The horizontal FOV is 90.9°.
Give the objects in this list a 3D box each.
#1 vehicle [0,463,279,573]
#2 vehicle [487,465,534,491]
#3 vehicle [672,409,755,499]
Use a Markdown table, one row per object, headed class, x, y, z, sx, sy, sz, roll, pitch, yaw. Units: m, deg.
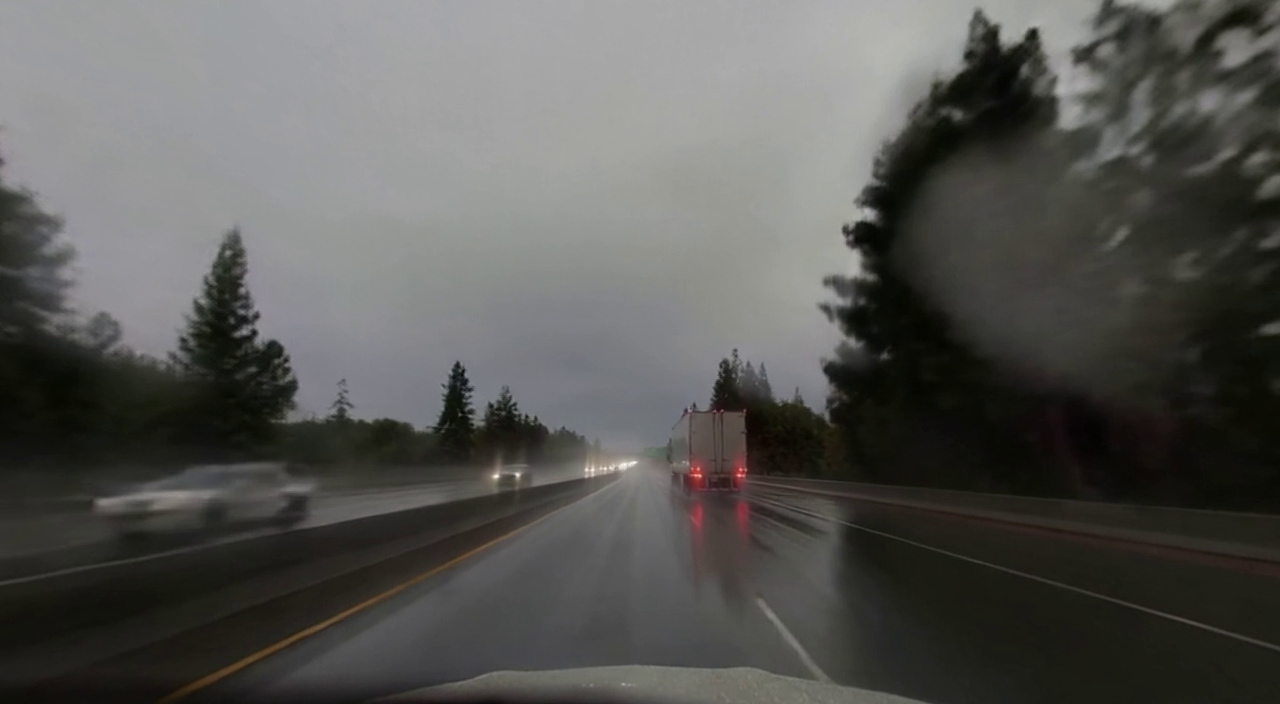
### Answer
| class | x | y | z | sx | sy | sz | roll | pitch | yaw |
| --- | --- | --- | --- | --- | --- | --- | --- | --- | --- |
| vehicle | -8.600 | 2.701 | 10.976 | 1.887 | 1.462 | 4.482 | 0 | -10 | 1 |
| vehicle | -8.204 | 8.039 | 40.350 | 1.903 | 1.512 | 4.492 | 0 | -10 | 1 |
| vehicle | 3.745 | 5.939 | 36.027 | 3.204 | 4.102 | 13.306 | 0 | -10 | 0 |
